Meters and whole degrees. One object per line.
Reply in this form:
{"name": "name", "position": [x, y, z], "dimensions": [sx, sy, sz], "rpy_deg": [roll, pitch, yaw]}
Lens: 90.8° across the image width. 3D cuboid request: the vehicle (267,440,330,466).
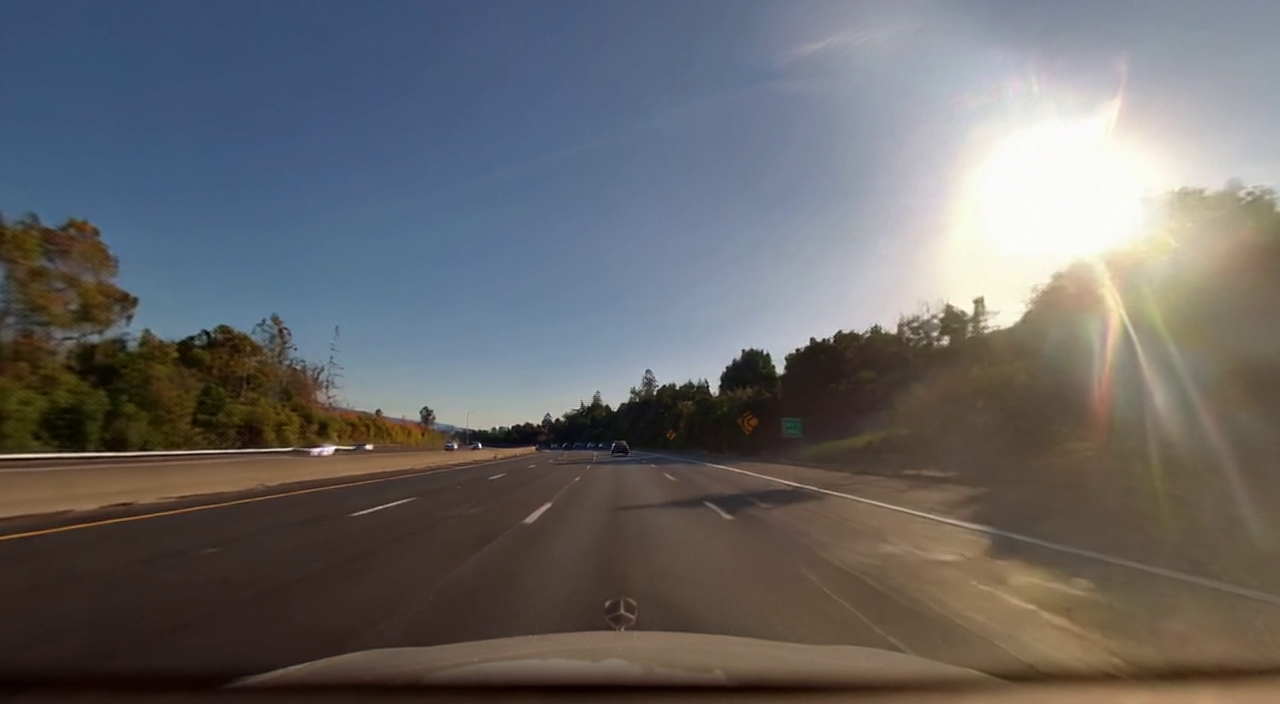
{"name": "vehicle", "position": [-24.346, 7.203, 45.275], "dimensions": [1.943, 1.528, 4.598], "rpy_deg": [3, -6, -1]}
